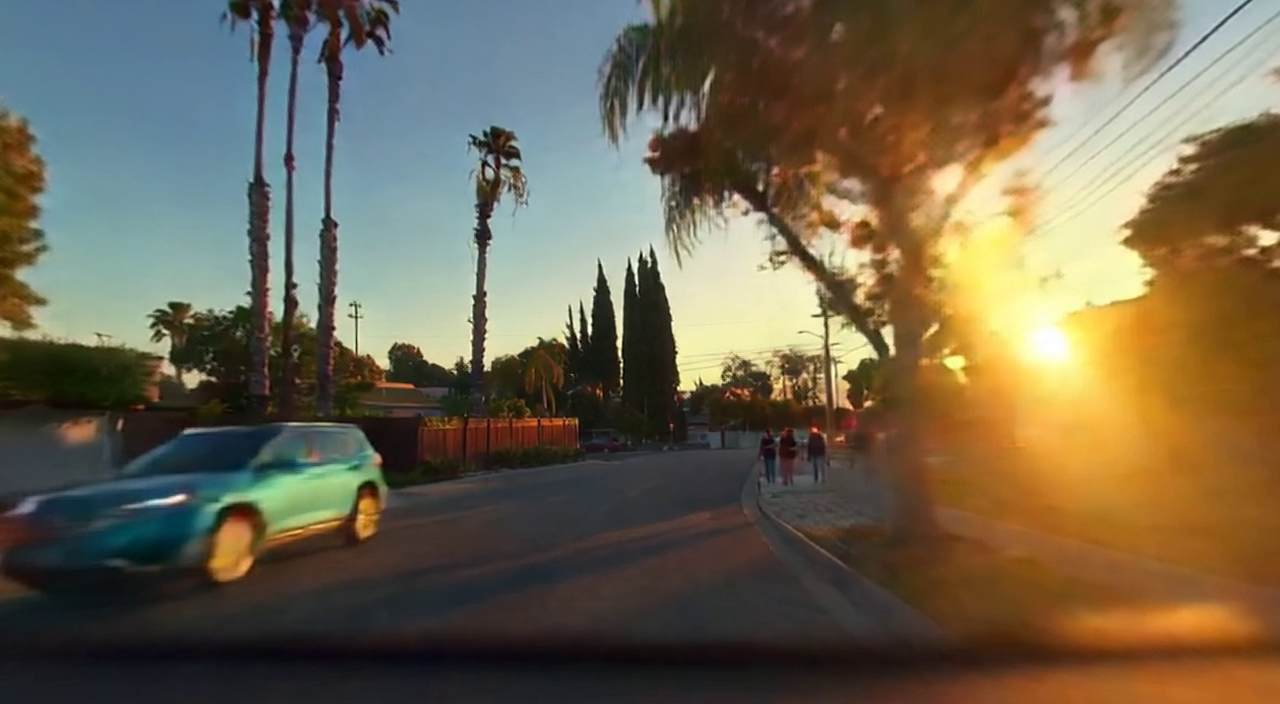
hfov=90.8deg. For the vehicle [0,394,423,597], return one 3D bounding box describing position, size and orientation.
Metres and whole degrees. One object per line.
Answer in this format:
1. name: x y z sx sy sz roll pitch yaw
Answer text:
1. vehicle: -4.777 1.594 7.917 2.208 1.758 4.529 -1 -8 4
